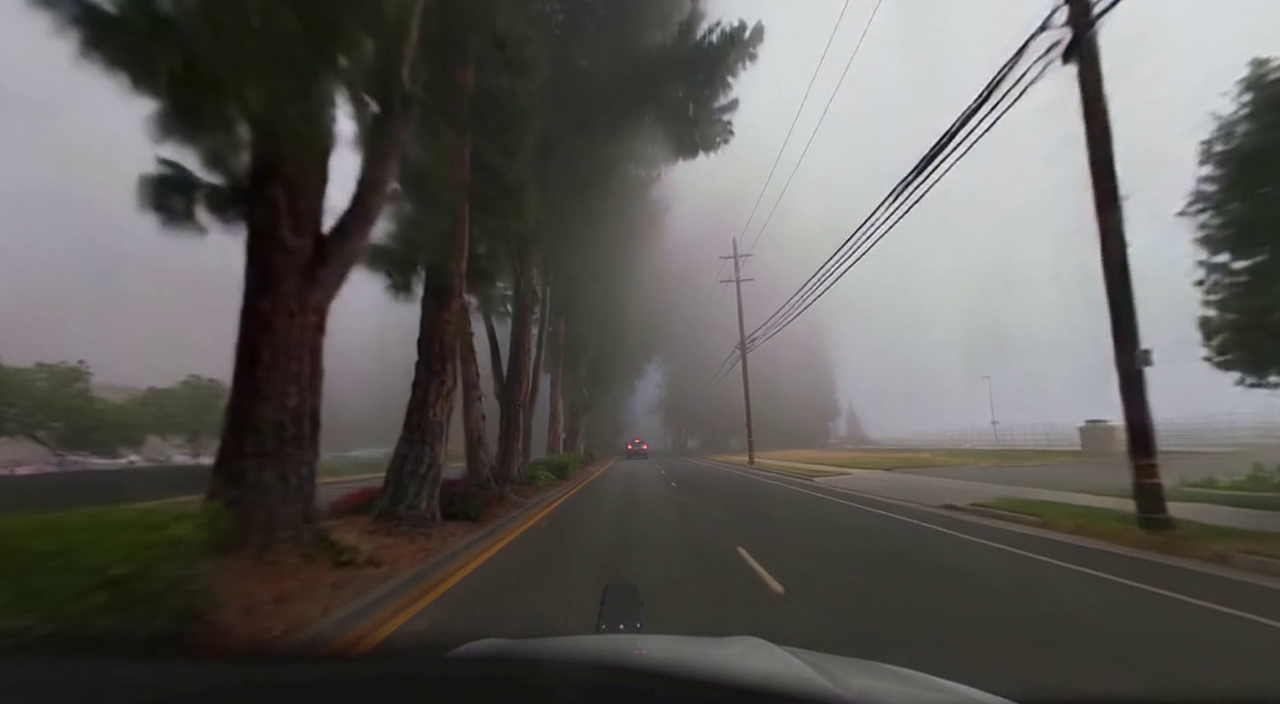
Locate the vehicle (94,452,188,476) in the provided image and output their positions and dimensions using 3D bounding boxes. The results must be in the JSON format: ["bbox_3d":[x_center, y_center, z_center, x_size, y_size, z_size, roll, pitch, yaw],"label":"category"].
[{"bbox_3d":[-33.624,7.539,42.641,4.557,1.493,2.049,0,-9,0],"label":"vehicle"}]

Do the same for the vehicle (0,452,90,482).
[{"bbox_3d":[-34.094,6.432,35.488,4.551,1.559,1.967,-1,-9,2],"label":"vehicle"}]
